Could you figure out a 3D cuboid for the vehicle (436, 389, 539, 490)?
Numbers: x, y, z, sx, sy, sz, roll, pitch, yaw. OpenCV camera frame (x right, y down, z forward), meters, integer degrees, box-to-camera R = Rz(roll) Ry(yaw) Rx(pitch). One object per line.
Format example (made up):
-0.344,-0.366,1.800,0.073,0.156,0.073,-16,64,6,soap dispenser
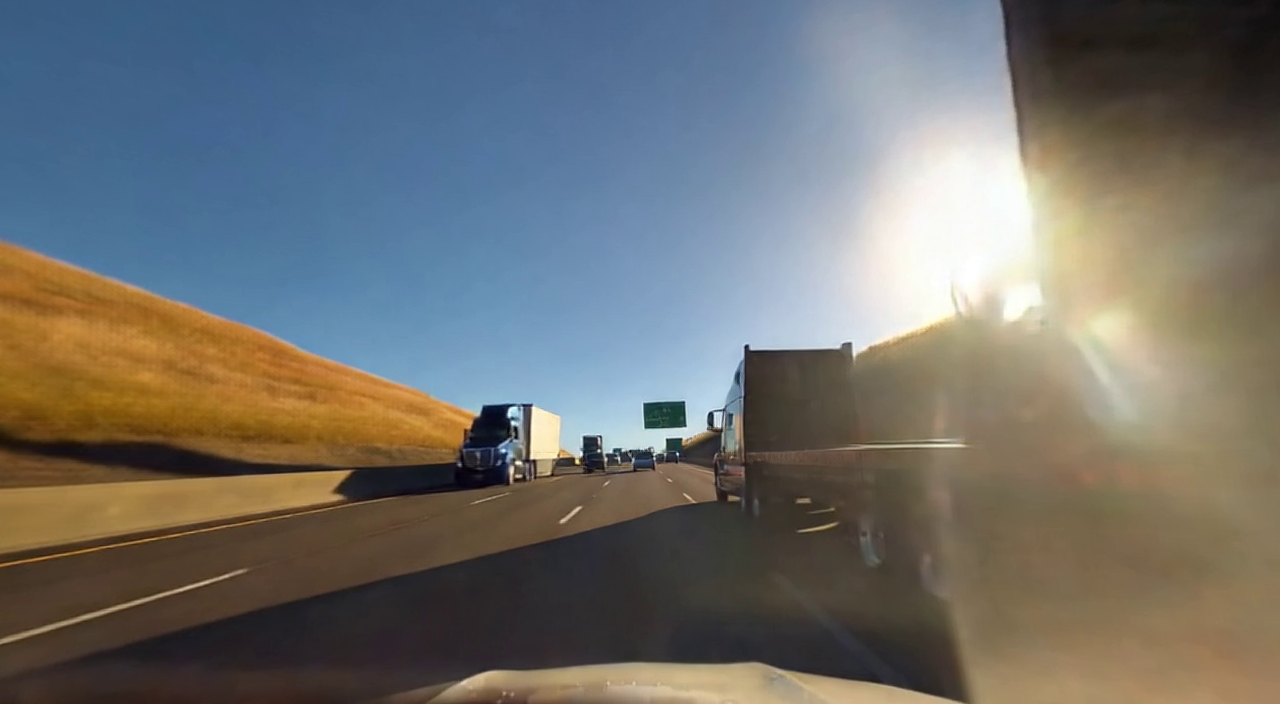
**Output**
-6.540,3.919,28.119,3.004,3.974,5.891,0,-9,0,vehicle

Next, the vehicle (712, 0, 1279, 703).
3.466,0.931,10.101,2.845,4.071,14.008,0,-9,0,vehicle

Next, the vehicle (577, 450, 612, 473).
-3.334,8.158,47.031,2.088,1.589,4.464,0,-9,2,vehicle
